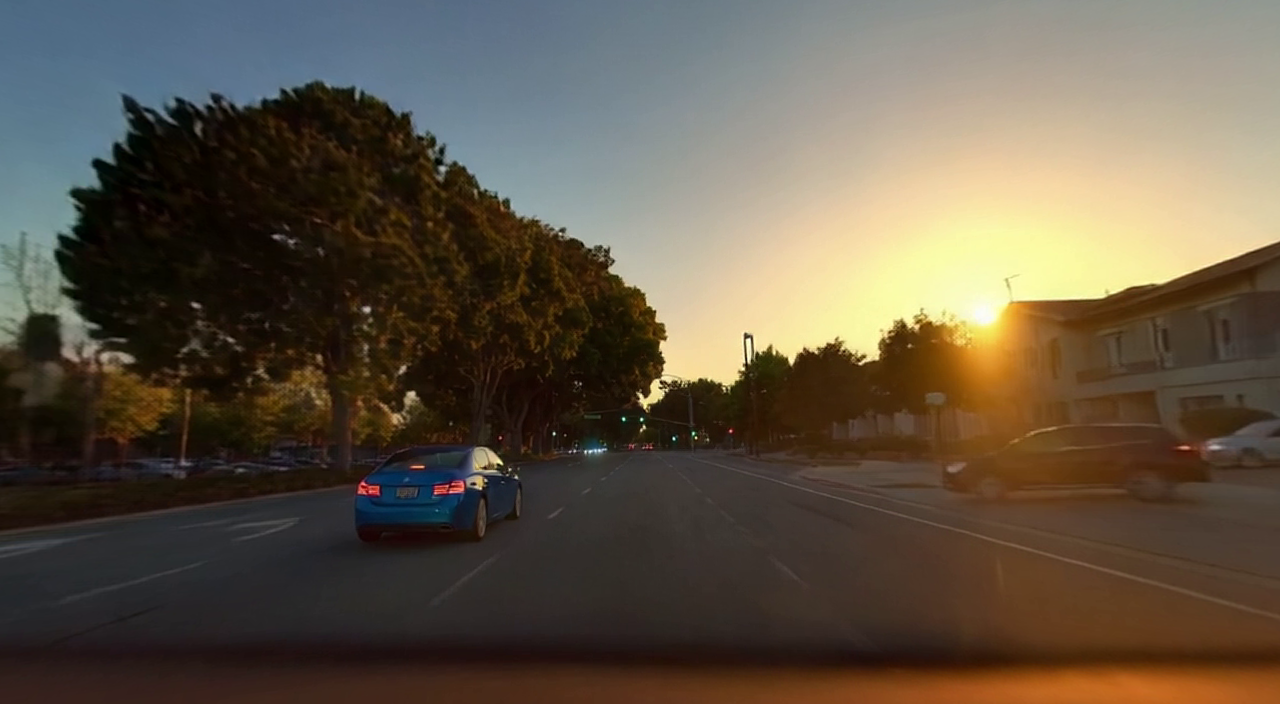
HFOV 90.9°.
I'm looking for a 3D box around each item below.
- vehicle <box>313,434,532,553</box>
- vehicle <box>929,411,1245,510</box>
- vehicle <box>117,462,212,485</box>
[{"bbox_3d":[-3.131,2.135,10.232,1.924,1.480,4.421,0,-9,1],"label":"vehicle"},{"bbox_3d":[8.465,2.110,12.497,4.511,1.720,2.131,-2,-8,11],"label":"vehicle"},{"bbox_3d":[-30.979,7.922,41.145,4.737,1.375,1.926,-1,-8,3],"label":"vehicle"}]
